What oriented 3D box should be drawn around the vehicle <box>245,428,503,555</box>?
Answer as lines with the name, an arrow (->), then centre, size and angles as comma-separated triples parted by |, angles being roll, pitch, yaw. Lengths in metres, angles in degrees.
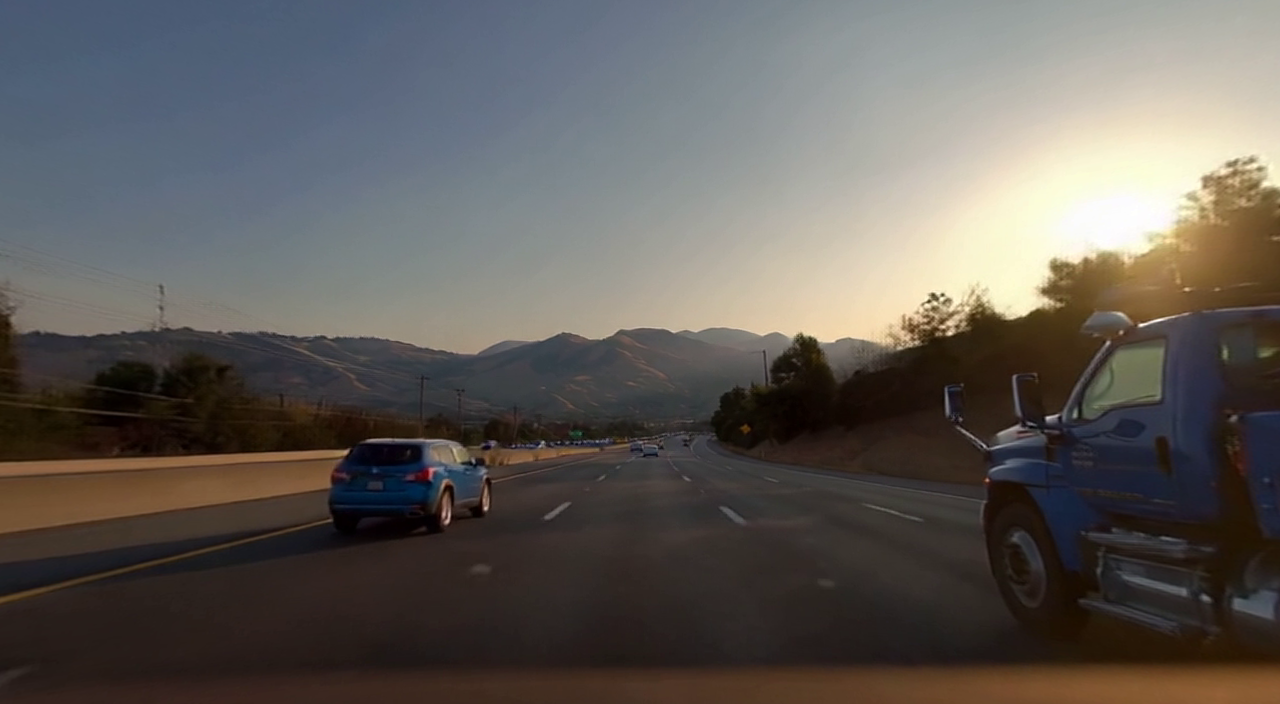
vehicle -> -3.701, 2.021, 9.874 | 1.974, 1.493, 4.563 | 0, -9, 1

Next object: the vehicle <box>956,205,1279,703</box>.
vehicle -> 3.593, 0.441, 1.251 | 2.538, 2.228, 6.370 | 0, -9, -1
